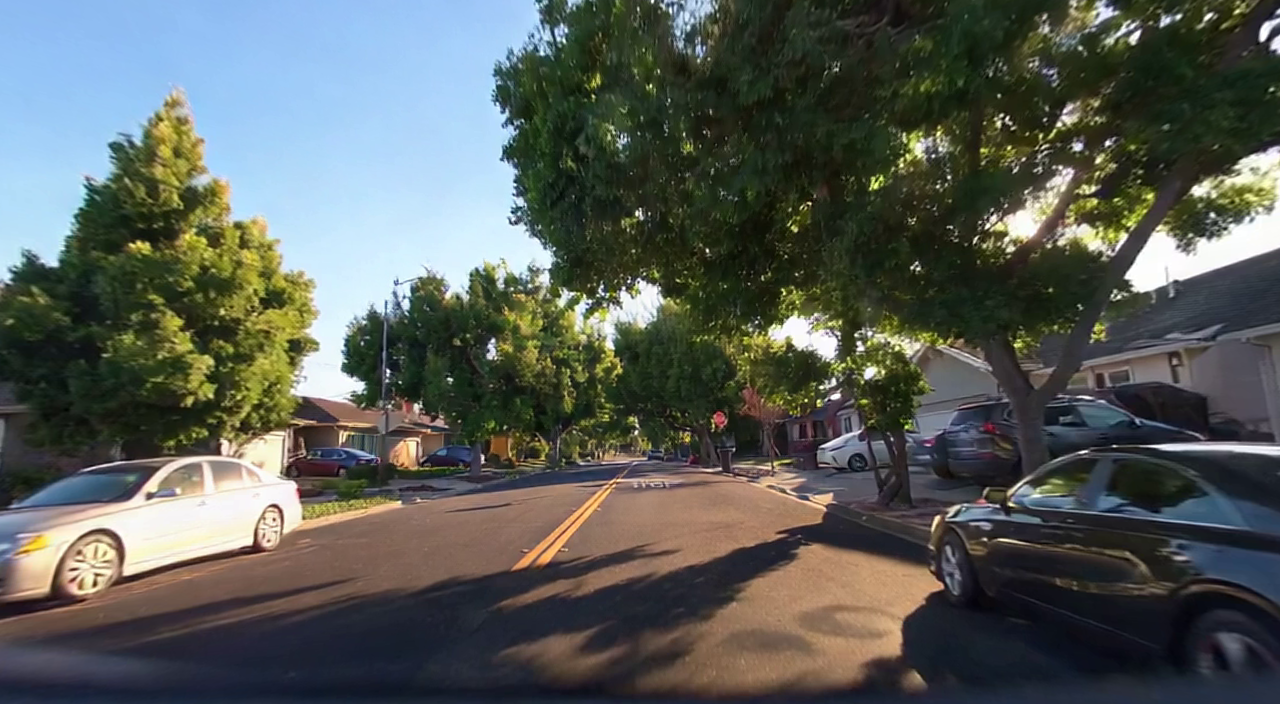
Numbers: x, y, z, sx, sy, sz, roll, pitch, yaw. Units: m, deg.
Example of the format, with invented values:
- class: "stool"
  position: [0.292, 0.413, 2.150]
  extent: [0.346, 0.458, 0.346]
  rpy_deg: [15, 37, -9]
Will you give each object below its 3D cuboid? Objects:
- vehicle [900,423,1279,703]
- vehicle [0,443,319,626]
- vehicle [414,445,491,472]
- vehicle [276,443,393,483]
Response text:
- class: "vehicle"
  position: [3.476, 1.147, 3.383]
  extent: [2.016, 1.450, 4.727]
  rpy_deg: [0, -9, -2]
- class: "vehicle"
  position: [-6.414, 1.991, 7.820]
  extent: [2.099, 1.532, 5.262]
  rpy_deg: [-4, -9, 1]
- class: "vehicle"
  position: [-13.398, 7.615, 45.314]
  extent: [4.809, 1.865, 2.093]
  rpy_deg: [0, -9, -1]
- class: "vehicle"
  position: [-14.213, 5.143, 29.532]
  extent: [4.493, 1.776, 1.997]
  rpy_deg: [-1, -9, 9]
